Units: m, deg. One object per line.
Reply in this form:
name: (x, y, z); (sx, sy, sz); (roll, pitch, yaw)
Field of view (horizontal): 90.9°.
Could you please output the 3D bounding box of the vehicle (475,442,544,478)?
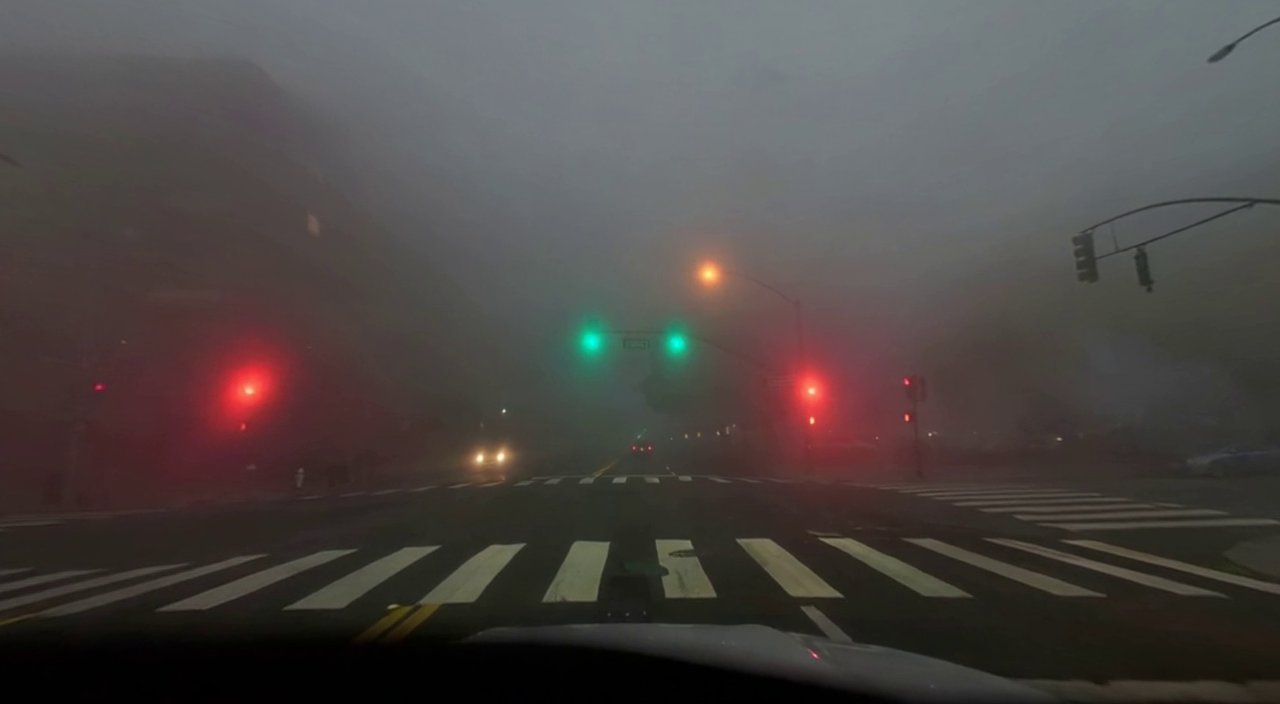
vehicle: (-5.816, 4.879, 28.732); (2.127, 1.473, 4.428); (0, -8, 1)
